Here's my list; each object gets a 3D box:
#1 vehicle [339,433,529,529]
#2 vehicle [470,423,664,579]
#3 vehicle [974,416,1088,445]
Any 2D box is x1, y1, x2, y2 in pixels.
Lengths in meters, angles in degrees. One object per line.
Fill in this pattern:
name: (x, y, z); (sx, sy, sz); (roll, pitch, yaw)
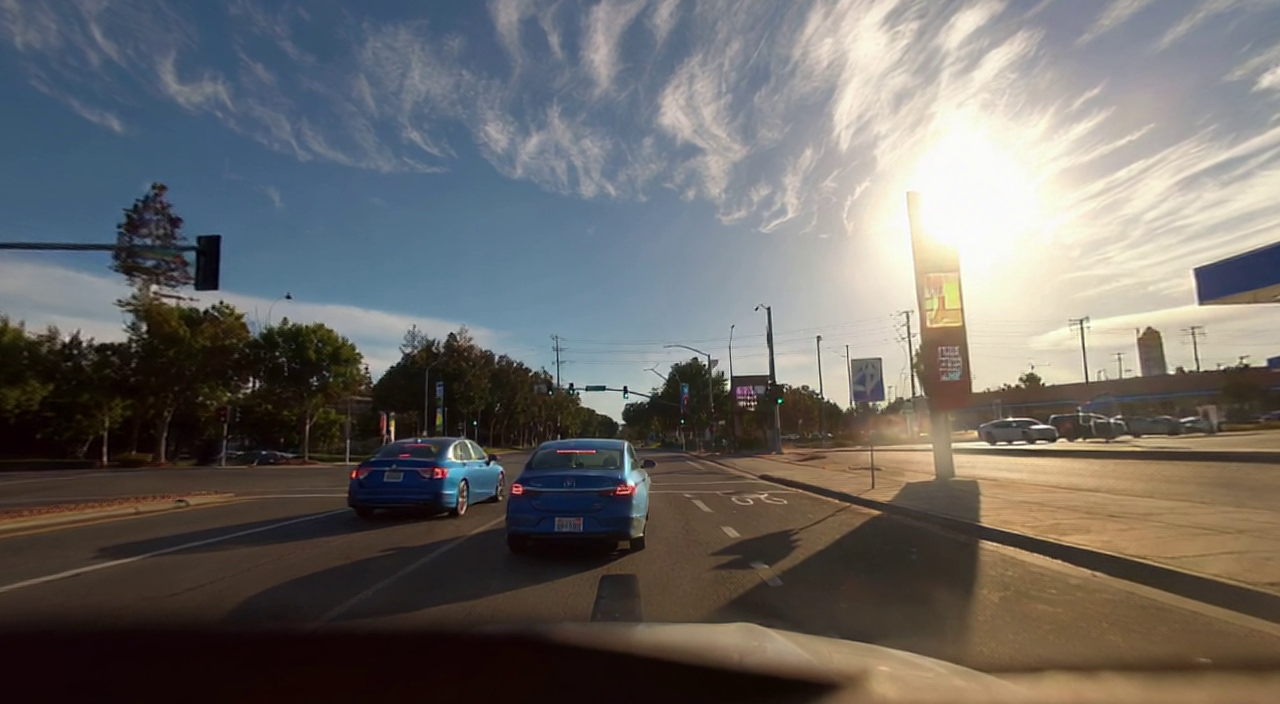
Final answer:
vehicle: (-3.707, 2.402, 12.476); (1.995, 1.506, 4.773); (0, -8, 2)
vehicle: (-0.644, 1.795, 8.506); (1.916, 1.510, 4.447); (0, -8, 2)
vehicle: (21.346, 4.314, 34.614); (4.874, 1.502, 2.048); (0, -8, 0)
